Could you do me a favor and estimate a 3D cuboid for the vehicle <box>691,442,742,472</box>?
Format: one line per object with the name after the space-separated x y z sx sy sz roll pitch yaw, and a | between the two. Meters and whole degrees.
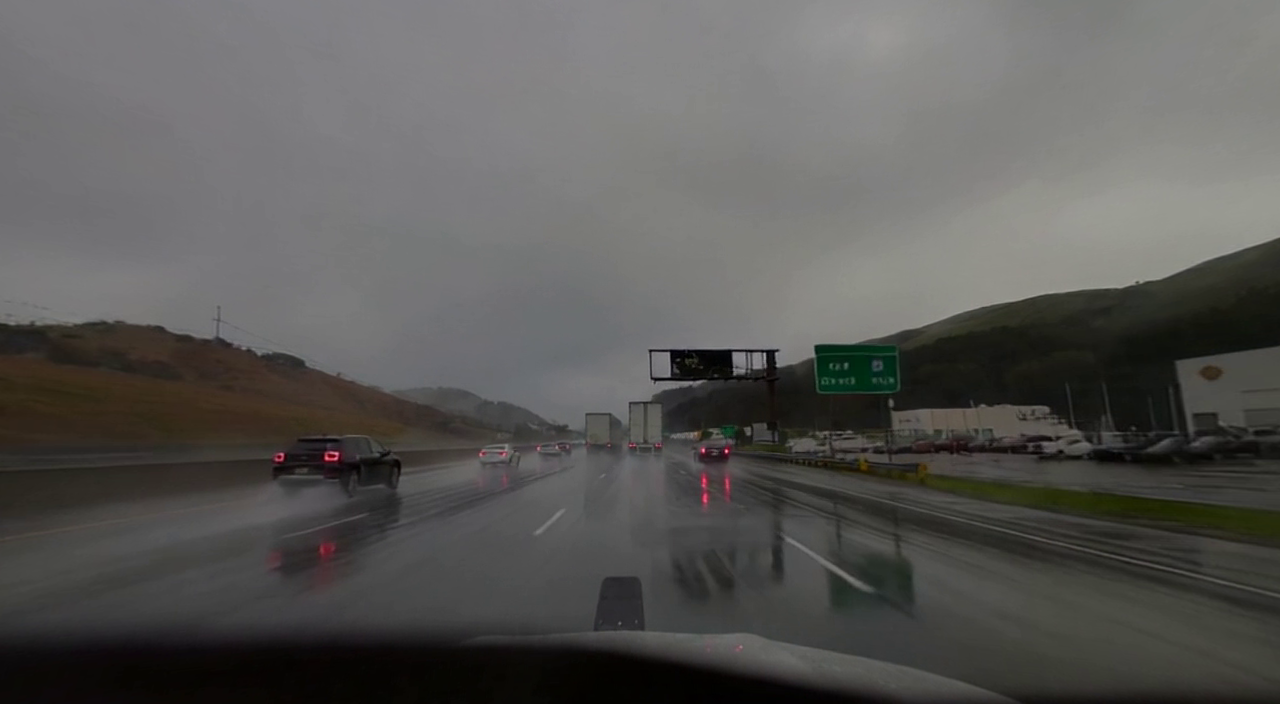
3.871 5.382 32.588 2.006 1.452 4.246 0 -9 -1 | vehicle

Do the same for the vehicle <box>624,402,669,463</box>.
0.382 6.188 47.709 2.969 4.104 10.906 0 -9 -1 | vehicle

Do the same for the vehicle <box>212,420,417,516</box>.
-6.817 2.483 13.941 2.122 1.754 4.379 0 -9 1 | vehicle

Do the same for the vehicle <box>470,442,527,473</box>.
-7.358 5.507 33.203 1.891 1.460 4.506 0 -9 1 | vehicle
